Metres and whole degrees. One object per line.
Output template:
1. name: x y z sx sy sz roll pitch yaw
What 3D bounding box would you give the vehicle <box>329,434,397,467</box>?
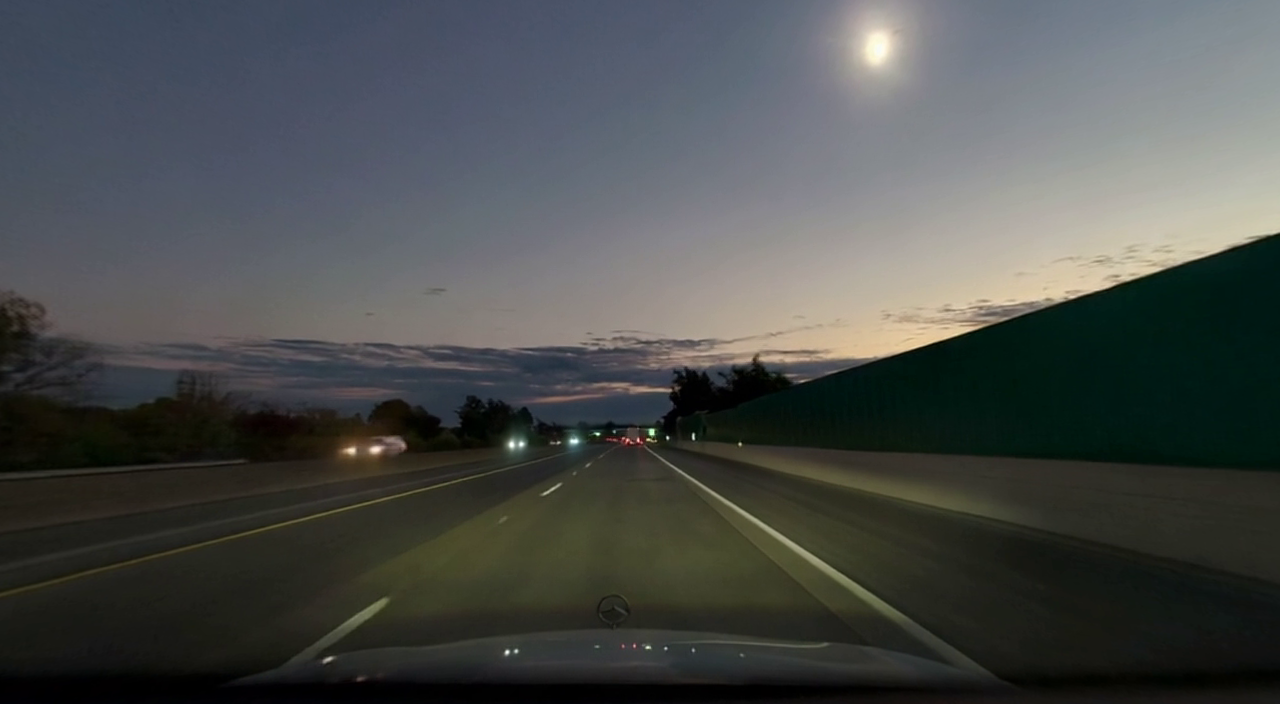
1. vehicle: -17.267 6.123 39.565 2.124 1.891 4.742 0 -8 0
